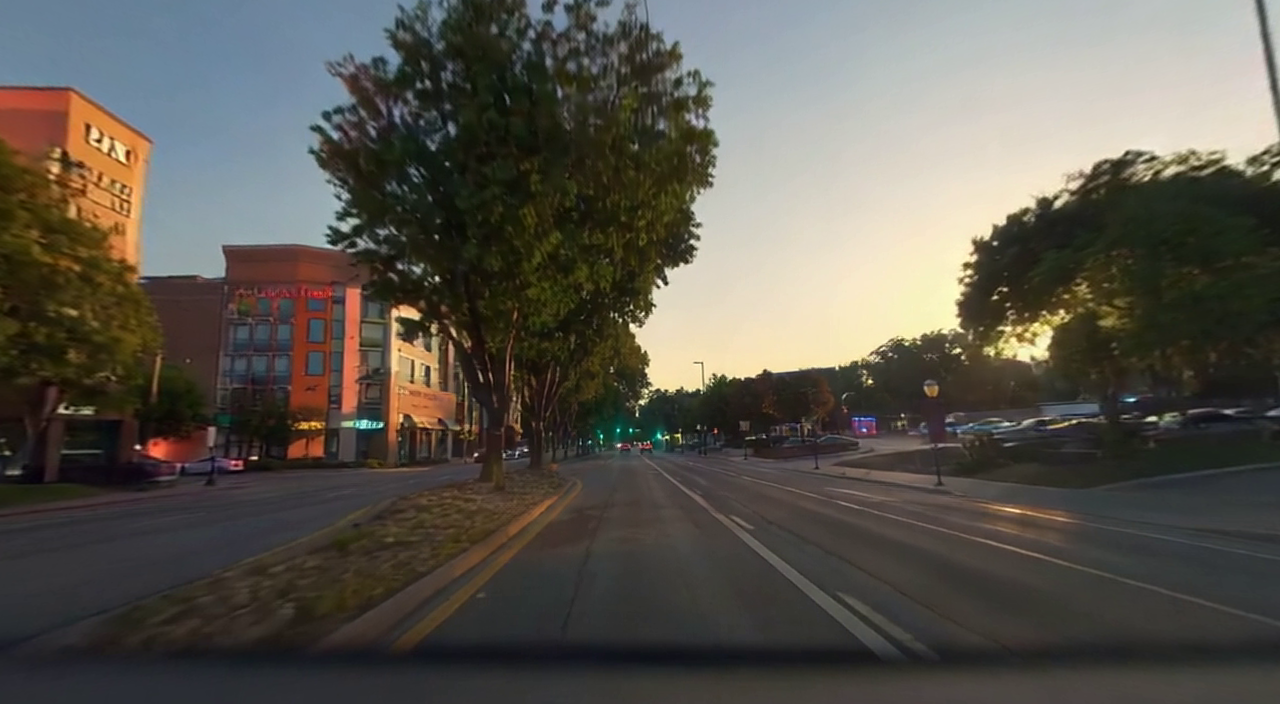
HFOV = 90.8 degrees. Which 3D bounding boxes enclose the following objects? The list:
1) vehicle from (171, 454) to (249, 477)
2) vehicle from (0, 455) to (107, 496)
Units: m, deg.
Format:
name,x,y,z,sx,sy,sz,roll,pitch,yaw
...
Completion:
name,x,y,z,sx,sy,sz,roll,pitch,yaw
vehicle,-32.161,8.482,47.287,4.486,1.614,1.950,-1,-9,4
vehicle,-24.131,4.860,25.021,4.213,1.493,1.875,0,-9,-1
